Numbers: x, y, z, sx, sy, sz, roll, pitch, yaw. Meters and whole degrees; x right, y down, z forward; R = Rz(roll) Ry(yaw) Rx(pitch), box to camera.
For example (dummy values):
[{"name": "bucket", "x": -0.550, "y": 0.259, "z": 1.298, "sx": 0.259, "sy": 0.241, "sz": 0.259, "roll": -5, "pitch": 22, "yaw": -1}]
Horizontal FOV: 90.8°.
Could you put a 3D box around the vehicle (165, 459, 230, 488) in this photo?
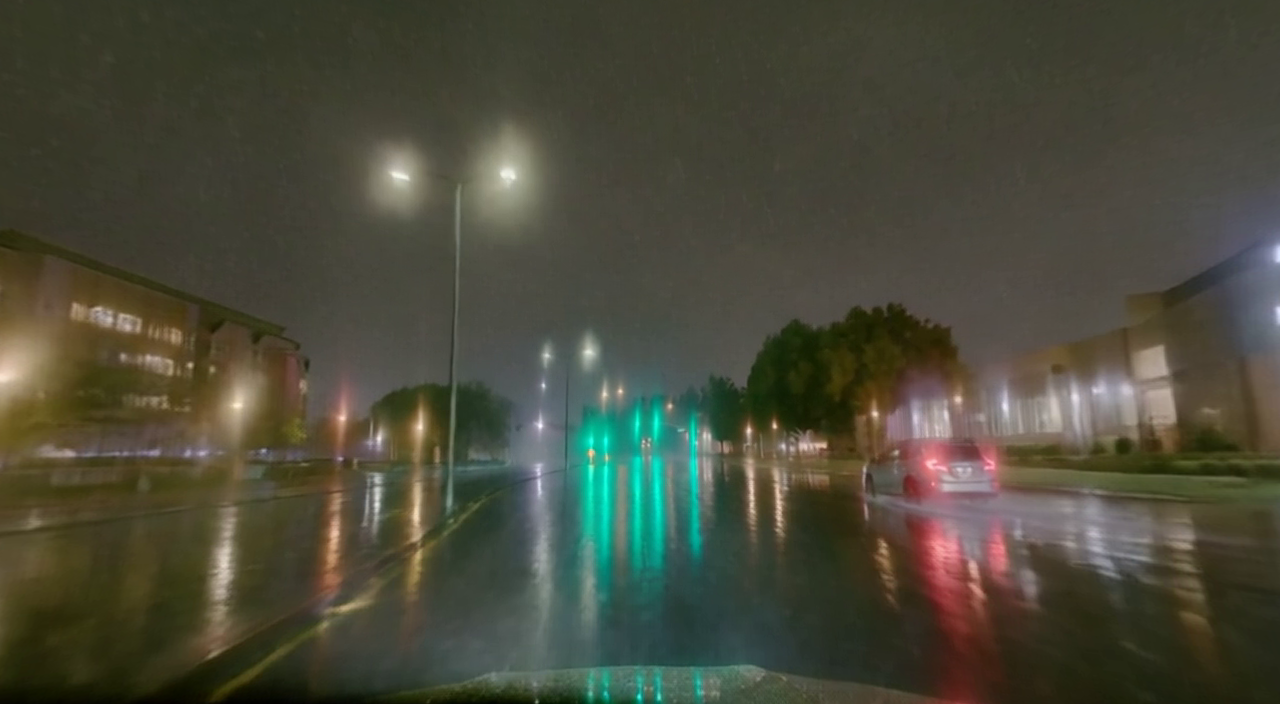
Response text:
[{"name": "vehicle", "x": -27.620, "y": 7.533, "z": 39.377, "sx": 4.967, "sy": 1.587, "sz": 2.096, "roll": -8, "pitch": -11, "yaw": 41}]

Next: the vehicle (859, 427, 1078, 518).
[{"name": "vehicle", "x": 6.377, "y": 2.392, "z": 13.081, "sx": 1.913, "sy": 1.504, "sz": 4.738, "roll": 0, "pitch": -8, "yaw": -1}]

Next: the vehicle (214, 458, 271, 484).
[{"name": "vehicle", "x": -27.278, "y": 8.079, "z": 43.235, "sx": 5.281, "sy": 1.586, "sz": 1.979, "roll": -8, "pitch": -12, "yaw": 43}]
